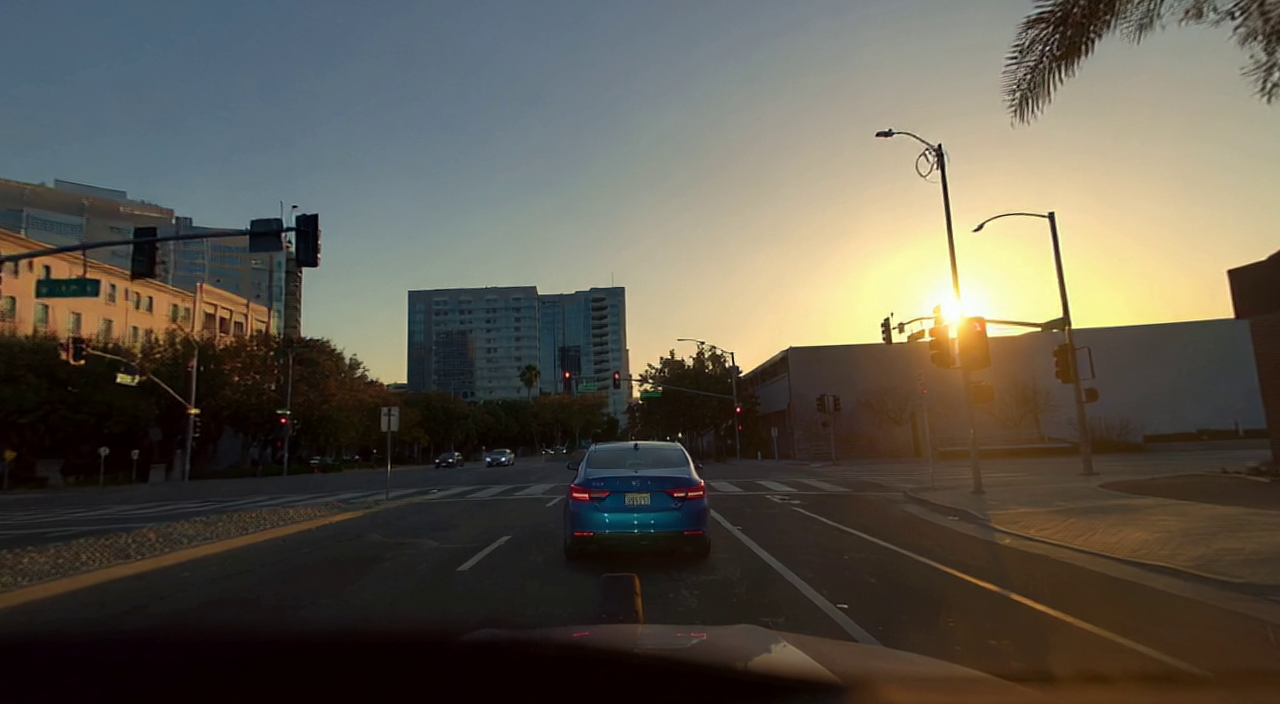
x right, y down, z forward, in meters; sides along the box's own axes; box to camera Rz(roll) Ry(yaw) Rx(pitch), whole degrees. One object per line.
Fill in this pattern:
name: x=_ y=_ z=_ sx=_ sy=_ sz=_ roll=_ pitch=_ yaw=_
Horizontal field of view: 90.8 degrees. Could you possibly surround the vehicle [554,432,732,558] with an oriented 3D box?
vehicle: x=0.006 y=1.995 z=9.518 sx=2.107 sy=1.470 sz=3.974 roll=0 pitch=-9 yaw=-1
